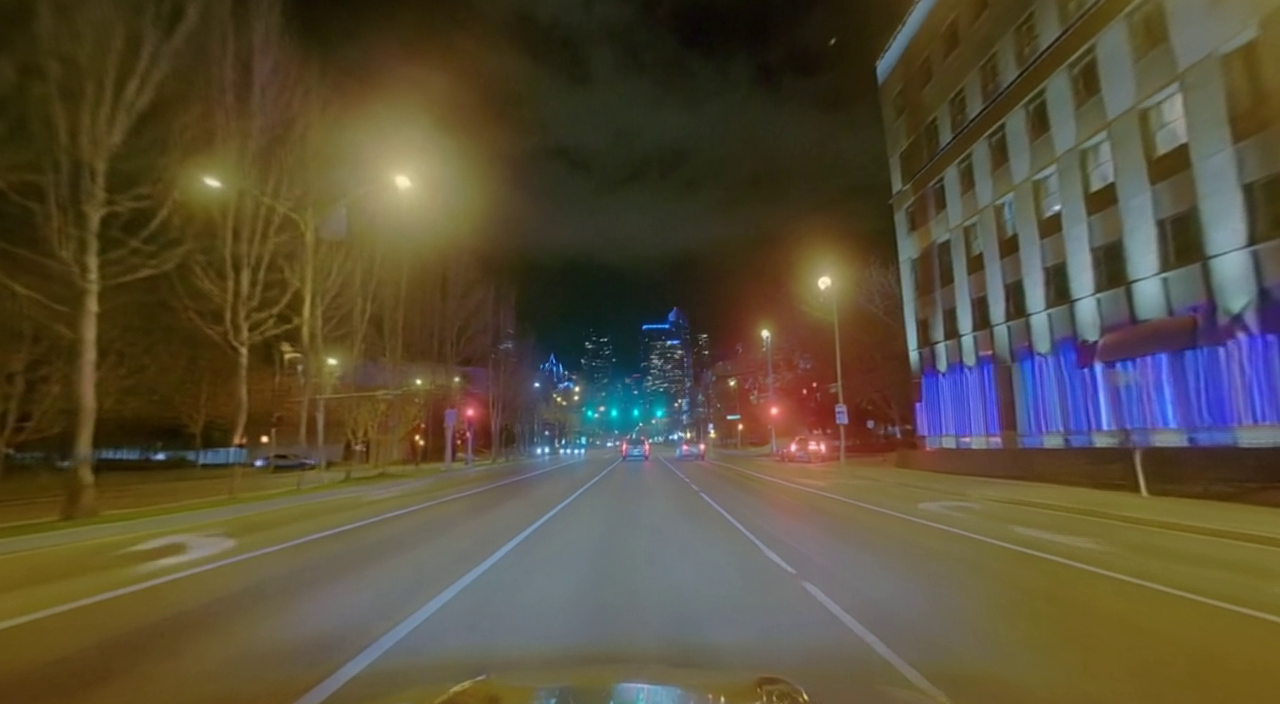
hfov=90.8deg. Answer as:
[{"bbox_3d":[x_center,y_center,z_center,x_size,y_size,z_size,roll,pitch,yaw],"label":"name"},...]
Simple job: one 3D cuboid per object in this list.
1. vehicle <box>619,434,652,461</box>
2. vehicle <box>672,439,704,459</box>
[{"bbox_3d":[-0.296,6.898,45.731,2.313,1.860,4.319,0,-8,0],"label":"vehicle"},{"bbox_3d":[3.636,7.472,48.606,2.080,1.472,4.401,0,-8,0],"label":"vehicle"}]
